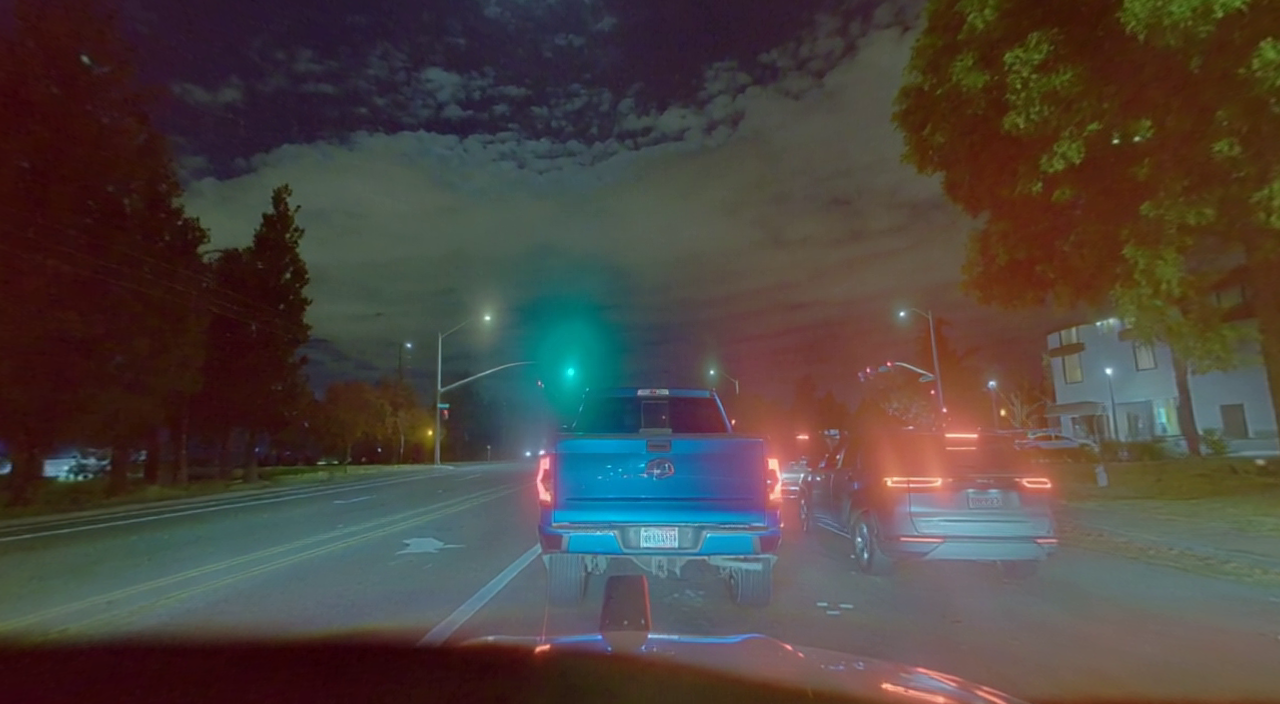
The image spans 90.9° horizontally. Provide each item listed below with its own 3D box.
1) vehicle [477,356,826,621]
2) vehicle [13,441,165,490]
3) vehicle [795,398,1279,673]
[{"bbox_3d":[0.109,1.426,7.582,2.636,2.011,5.425,0,-8,1],"label":"vehicle"},{"bbox_3d":[-21.748,4.458,25.193,2.062,1.764,4.508,0,-8,-2],"label":"vehicle"},{"bbox_3d":[3.333,1.498,6.496,2.155,1.667,5.162,0,-8,0],"label":"vehicle"}]
